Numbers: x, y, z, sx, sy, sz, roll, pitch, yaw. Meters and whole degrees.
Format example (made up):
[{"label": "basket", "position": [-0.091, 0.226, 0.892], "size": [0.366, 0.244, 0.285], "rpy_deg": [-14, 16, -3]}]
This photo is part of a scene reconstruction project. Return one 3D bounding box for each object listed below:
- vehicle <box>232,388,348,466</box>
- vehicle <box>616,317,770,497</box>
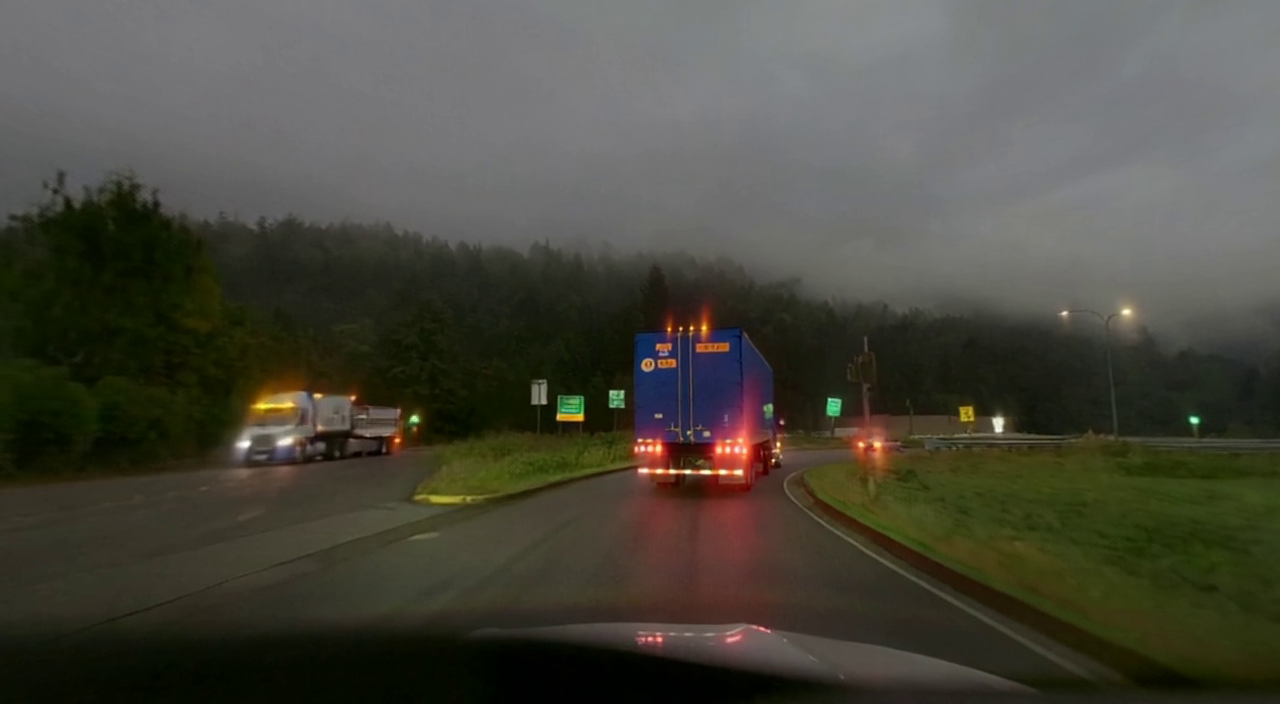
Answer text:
[{"label": "vehicle", "position": [-18.362, 4.040, 33.552], "size": [3.008, 3.708, 6.125], "rpy_deg": [0, -8, -5]}, {"label": "vehicle", "position": [1.968, 1.746, 17.596], "size": [2.937, 3.647, 9.344], "rpy_deg": [-3, -8, 12]}]
